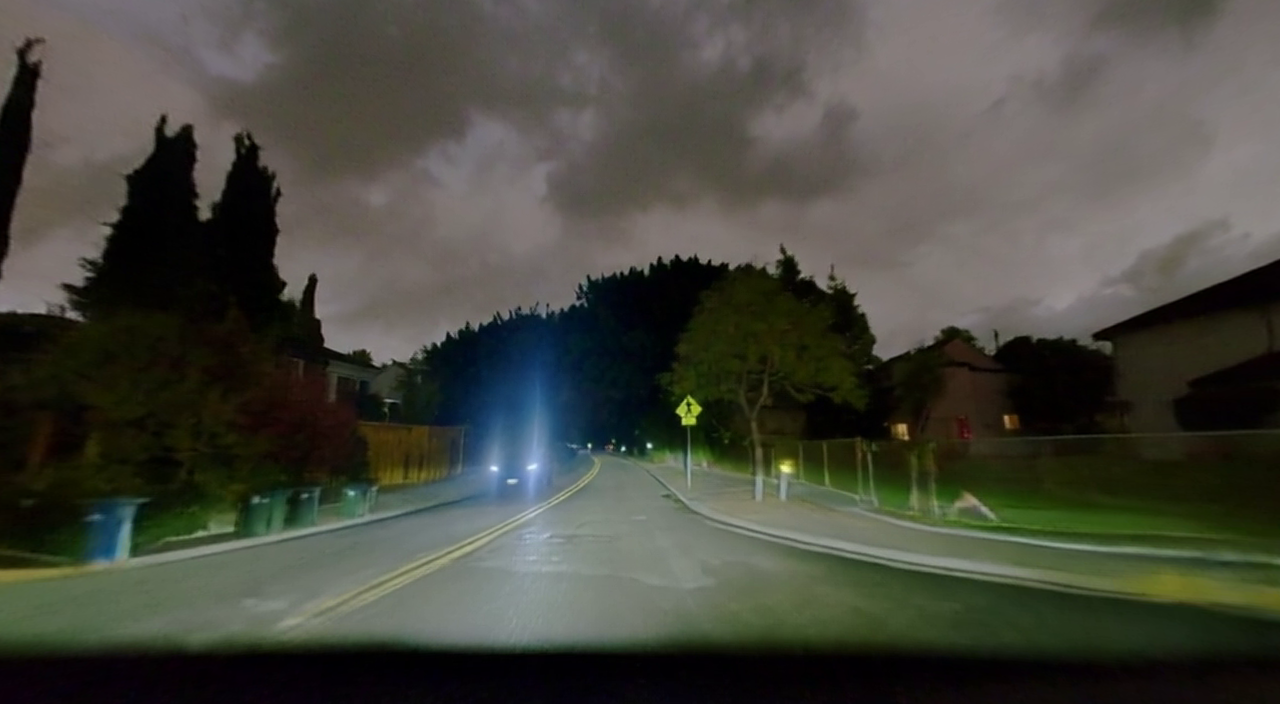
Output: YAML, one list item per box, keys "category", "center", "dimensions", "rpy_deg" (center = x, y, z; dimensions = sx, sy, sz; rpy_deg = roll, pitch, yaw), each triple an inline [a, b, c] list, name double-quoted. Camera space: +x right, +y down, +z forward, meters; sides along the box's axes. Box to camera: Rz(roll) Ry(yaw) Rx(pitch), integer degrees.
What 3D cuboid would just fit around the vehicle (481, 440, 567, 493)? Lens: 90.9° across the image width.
- category: "vehicle"
  center: [-3.928, 4.020, 22.158]
  dimensions: [2.036, 1.657, 4.391]
  rpy_deg: [0, -10, 2]
